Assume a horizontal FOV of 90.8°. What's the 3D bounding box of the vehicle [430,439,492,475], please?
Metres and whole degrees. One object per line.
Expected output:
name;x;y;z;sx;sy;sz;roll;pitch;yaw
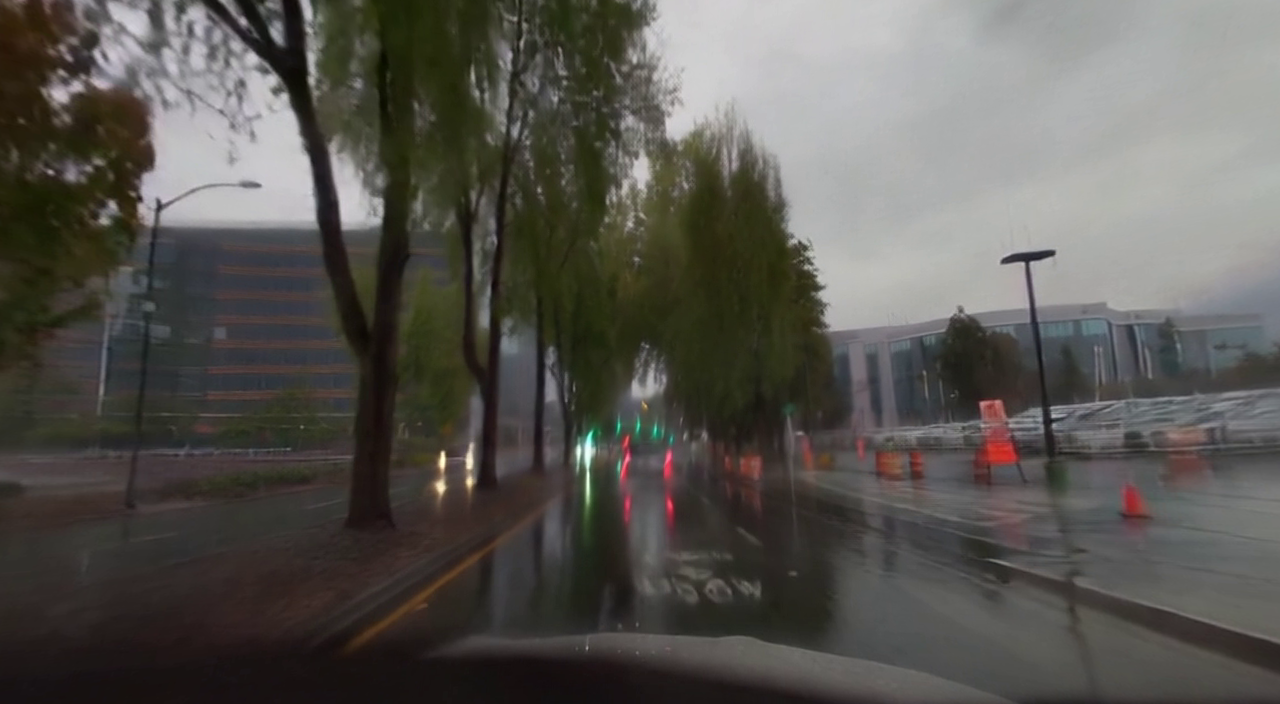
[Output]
vehicle;-11.198;6.582;40.053;2.349;2.106;5.464;-1;-8;0

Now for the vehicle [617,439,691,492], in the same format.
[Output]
vehicle;0.447;3.586;20.427;2.114;1.493;4.430;-1;-8;1
